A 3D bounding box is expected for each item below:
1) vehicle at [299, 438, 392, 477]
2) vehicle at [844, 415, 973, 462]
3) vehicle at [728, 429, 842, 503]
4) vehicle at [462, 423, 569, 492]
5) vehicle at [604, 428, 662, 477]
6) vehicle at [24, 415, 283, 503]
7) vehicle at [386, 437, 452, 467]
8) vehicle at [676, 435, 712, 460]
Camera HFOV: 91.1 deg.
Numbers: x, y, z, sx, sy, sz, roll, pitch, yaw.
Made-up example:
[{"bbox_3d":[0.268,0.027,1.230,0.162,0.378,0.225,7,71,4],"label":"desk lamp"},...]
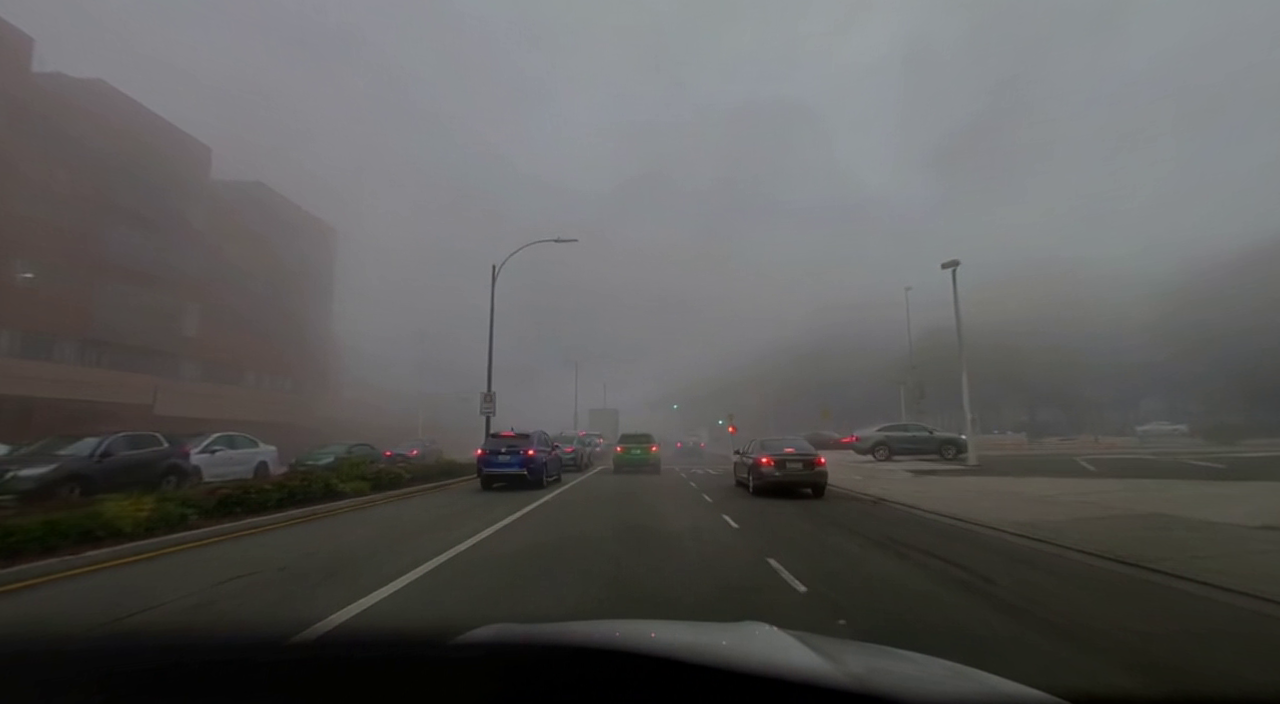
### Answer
[{"bbox_3d":[-12.393,4.441,26.790,1.843,1.509,4.301,0,-8,0],"label":"vehicle"},{"bbox_3d":[12.411,4.037,29.257,4.991,1.978,2.090,-8,-11,43],"label":"vehicle"},{"bbox_3d":[3.346,2.696,15.271,1.847,1.554,3.885,0,-8,0],"label":"vehicle"},{"bbox_3d":[-3.394,2.976,18.038,2.047,1.710,4.314,0,-8,2],"label":"vehicle"},{"bbox_3d":[-0.190,3.810,24.033,2.022,1.700,4.084,0,-8,1],"label":"vehicle"},{"bbox_3d":[-12.277,2.764,16.599,2.245,1.908,5.613,0,-8,1],"label":"vehicle"},{"bbox_3d":[-12.178,5.532,34.885,1.924,1.511,4.640,0,-8,1],"label":"vehicle"},{"bbox_3d":[3.340,6.011,39.425,1.948,1.475,4.093,0,-8,0],"label":"vehicle"}]
